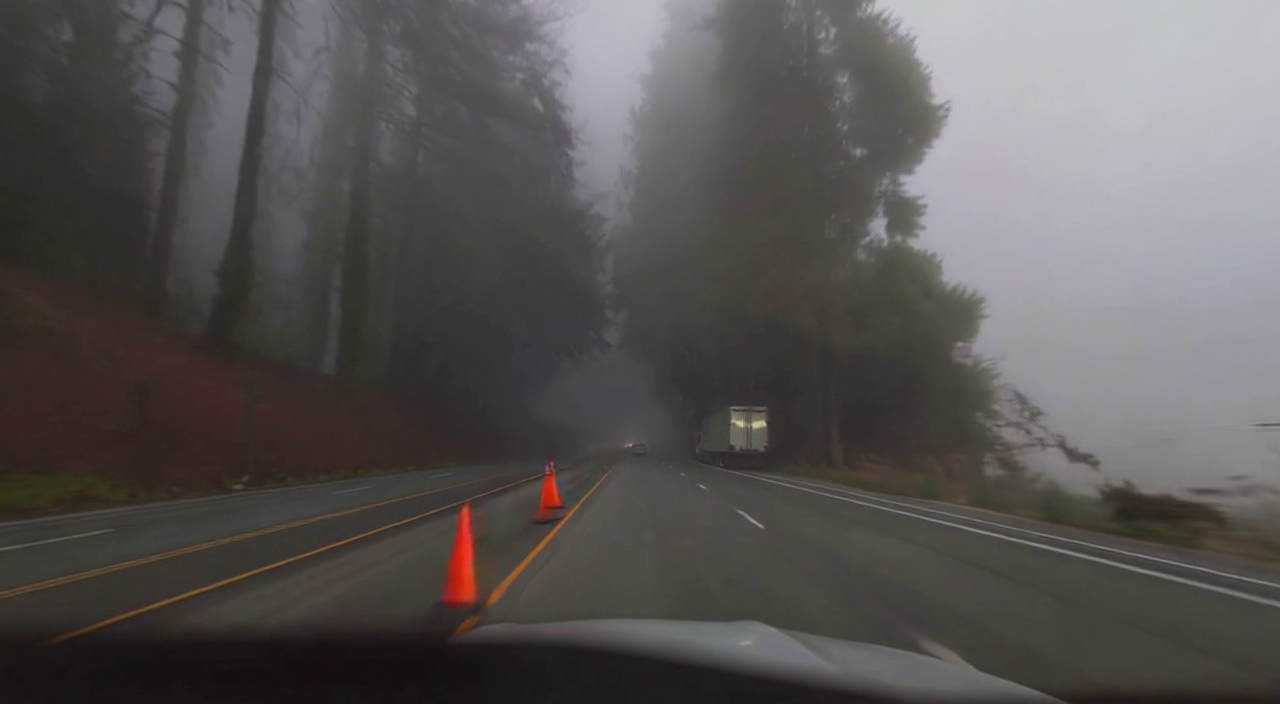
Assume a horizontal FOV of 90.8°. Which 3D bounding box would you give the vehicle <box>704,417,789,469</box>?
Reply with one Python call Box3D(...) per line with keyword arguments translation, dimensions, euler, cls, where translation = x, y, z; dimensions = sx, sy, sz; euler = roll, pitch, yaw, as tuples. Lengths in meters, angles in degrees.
Box3D(translation=(6.312, 5.500, 38.061), dimensions=(2.390, 2.899, 4.603), euler=(6, -10, -35), cls="vehicle")
